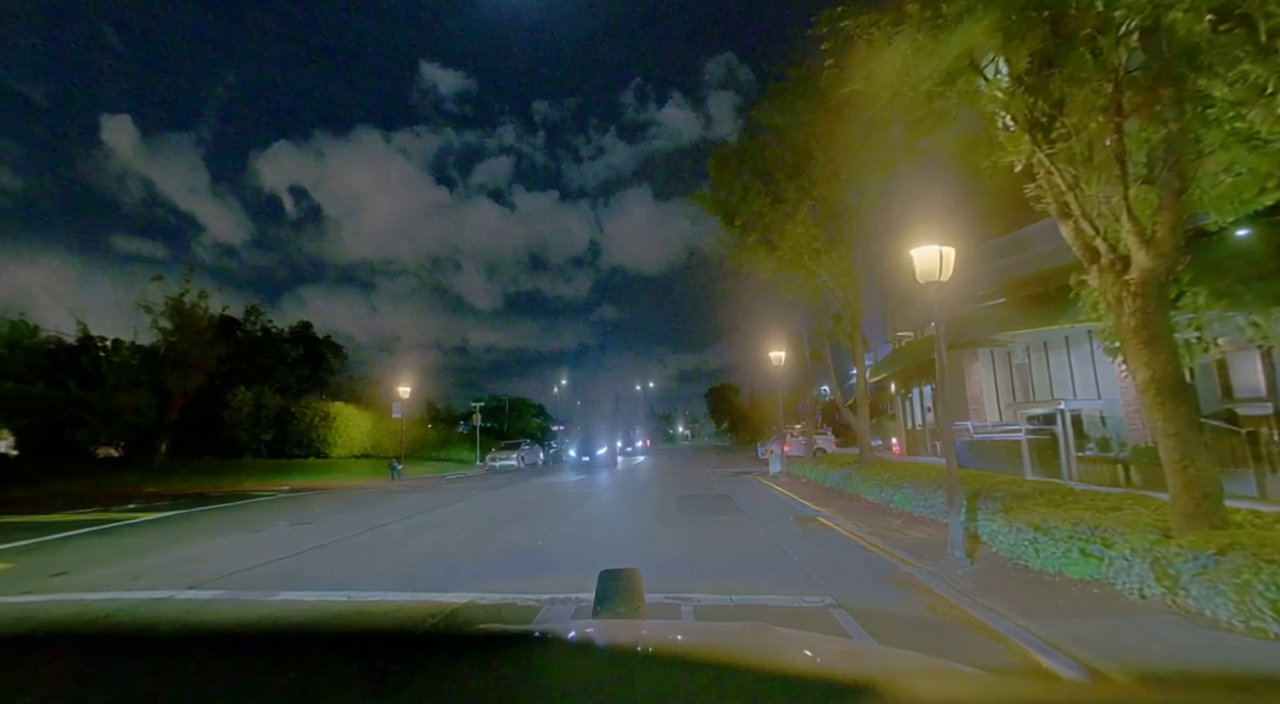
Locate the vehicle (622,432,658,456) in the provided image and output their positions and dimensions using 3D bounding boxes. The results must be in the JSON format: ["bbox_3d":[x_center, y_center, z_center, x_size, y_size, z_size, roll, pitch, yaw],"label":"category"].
[{"bbox_3d":[0.065,6.700,46.055,2.110,1.651,4.410,-1,-9,7],"label":"vehicle"}]

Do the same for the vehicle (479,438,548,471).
[{"bbox_3d":[-5.984,4.935,30.485,1.968,1.443,4.358,-1,-9,6],"label":"vehicle"}]

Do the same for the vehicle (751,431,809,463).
[{"bbox_3d":[6.778,4.640,31.065,1.918,1.461,4.419,-1,-8,1],"label":"vehicle"}]

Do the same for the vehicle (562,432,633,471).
[{"bbox_3d":[-1.656,4.163,26.534,2.056,1.508,4.596,-1,-9,8],"label":"vehicle"}]
